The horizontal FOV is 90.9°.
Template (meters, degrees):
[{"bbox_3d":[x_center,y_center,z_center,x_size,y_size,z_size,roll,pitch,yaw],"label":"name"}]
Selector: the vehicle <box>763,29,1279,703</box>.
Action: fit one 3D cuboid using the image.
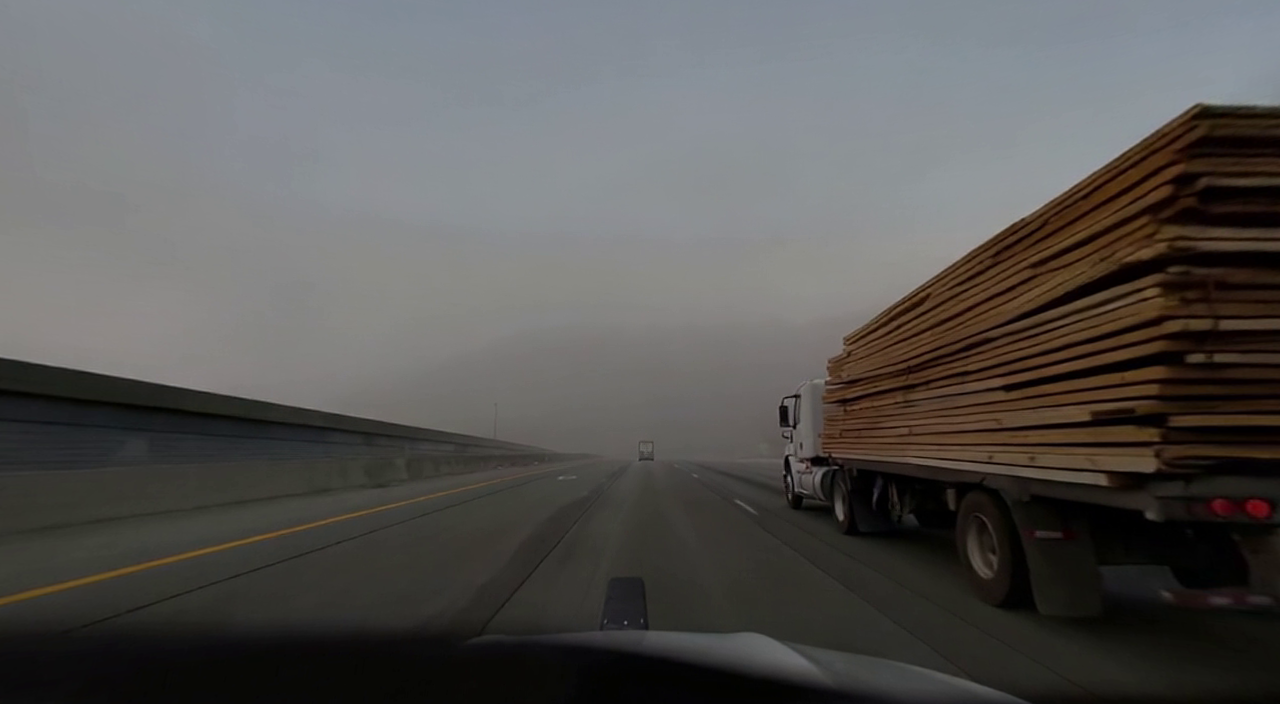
[{"bbox_3d":[4.170,1.029,7.527,3.326,3.089,10.642,0,-9,0],"label":"vehicle"}]
